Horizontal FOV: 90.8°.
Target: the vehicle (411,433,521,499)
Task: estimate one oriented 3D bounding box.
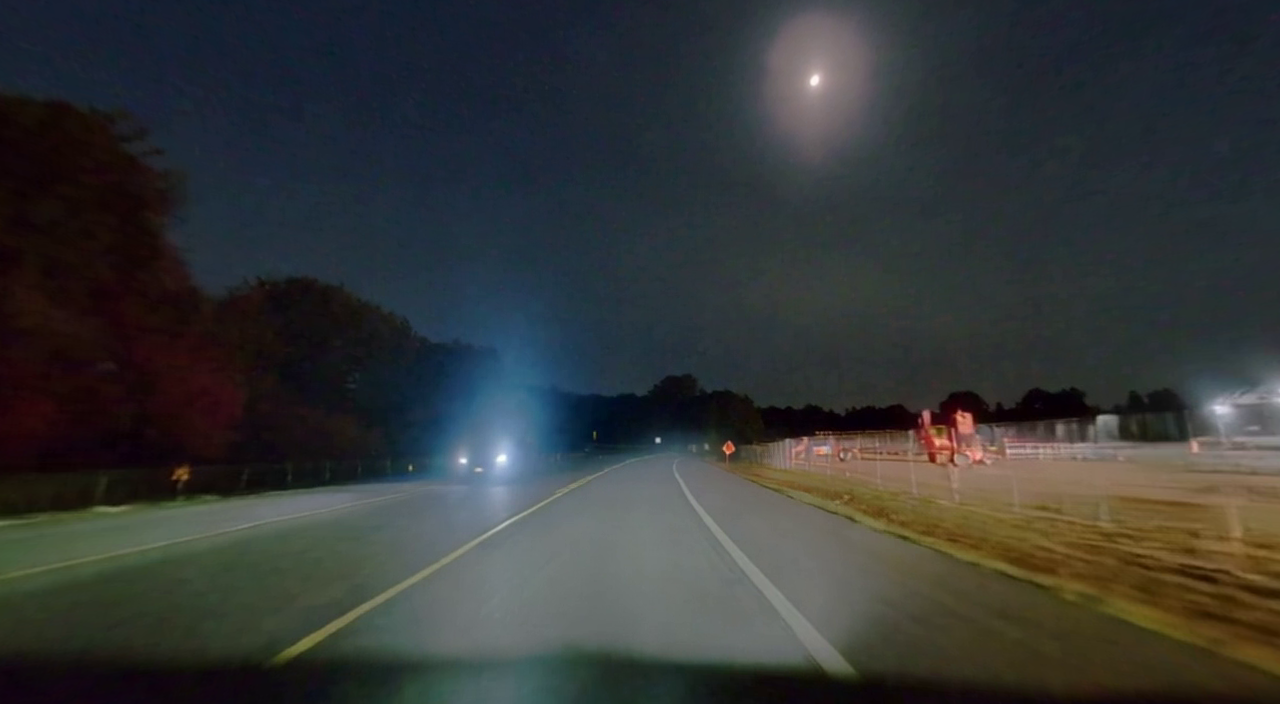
[{"bbox_3d":[-4.466,2.967,16.829,1.737,1.525,3.760,0,-8,2],"label":"vehicle"}]
